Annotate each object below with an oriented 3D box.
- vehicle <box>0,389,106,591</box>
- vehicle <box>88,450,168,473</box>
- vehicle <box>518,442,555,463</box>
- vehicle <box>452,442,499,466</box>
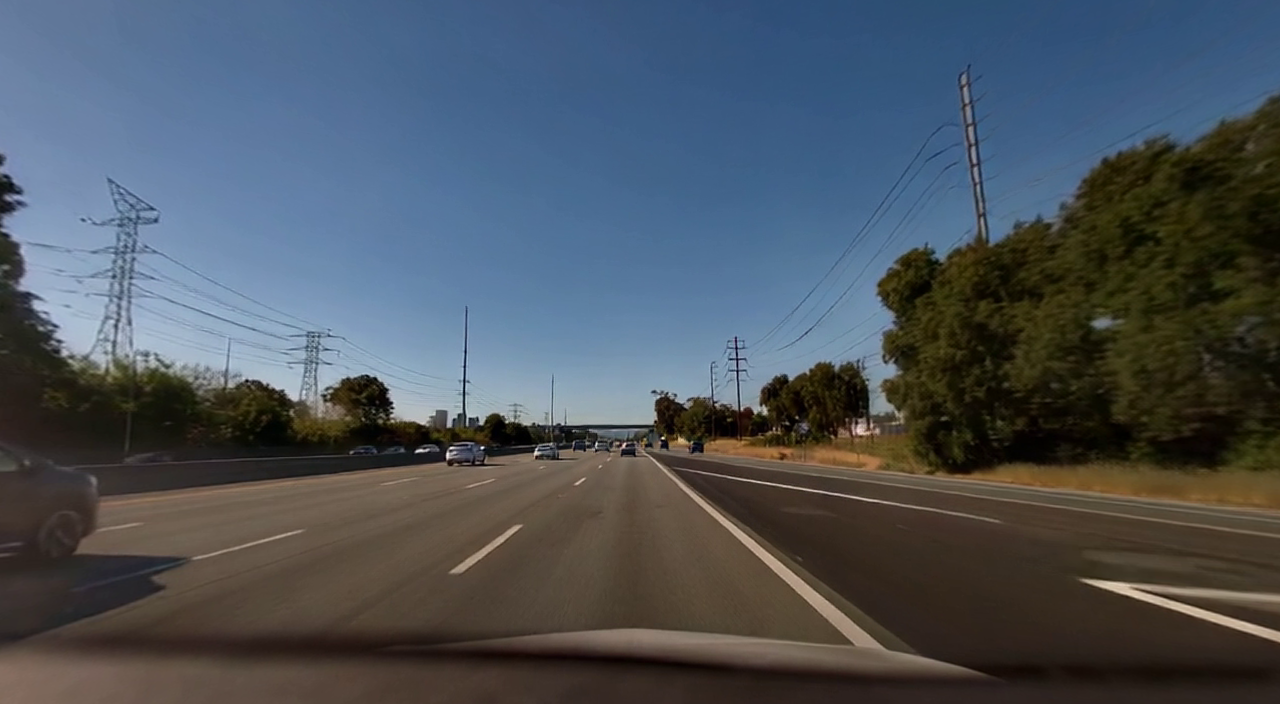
[{"bbox_3d":[-6.796,0.998,3.998,2.115,1.799,5.444,0,-8,-1],"label":"vehicle"},{"bbox_3d":[-34.355,7.334,42.540,1.777,1.438,4.387,0,-8,-1],"label":"vehicle"},{"bbox_3d":[-7.482,7.325,46.194,1.954,1.432,4.183,0,-8,0],"label":"vehicle"},{"bbox_3d":[-10.650,6.601,41.170,1.887,1.473,4.352,0,-8,0],"label":"vehicle"}]
